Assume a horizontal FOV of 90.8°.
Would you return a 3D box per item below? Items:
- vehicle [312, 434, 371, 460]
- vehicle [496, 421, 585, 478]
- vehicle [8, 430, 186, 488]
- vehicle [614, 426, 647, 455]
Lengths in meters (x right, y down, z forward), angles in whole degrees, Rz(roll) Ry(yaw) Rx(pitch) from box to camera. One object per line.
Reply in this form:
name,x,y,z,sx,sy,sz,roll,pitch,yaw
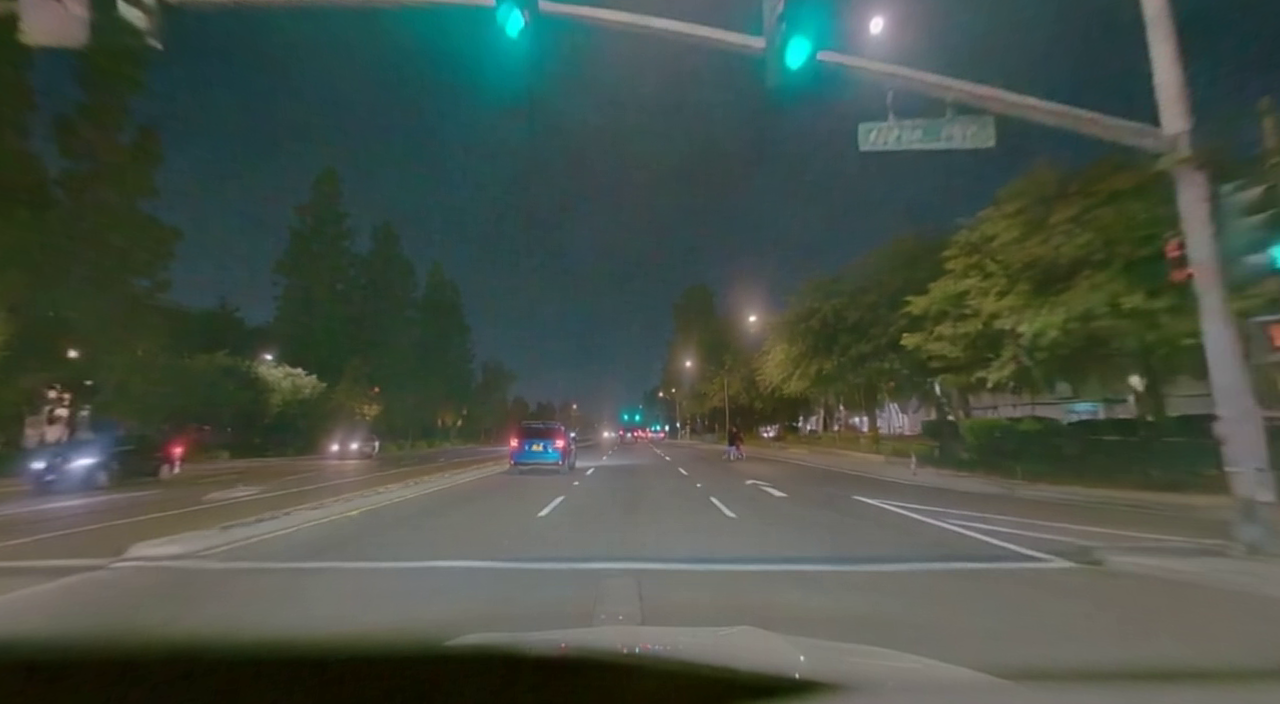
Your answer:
vehicle,-19.751,6.308,42.007,1.902,1.625,4.095,0,-8,0
vehicle,-3.180,3.234,21.150,2.174,1.703,4.231,0,-8,1
vehicle,-19.558,3.838,23.172,2.090,1.868,4.941,0,-8,0
vehicle,-0.657,5.857,41.657,2.077,1.773,4.257,0,-8,-1
